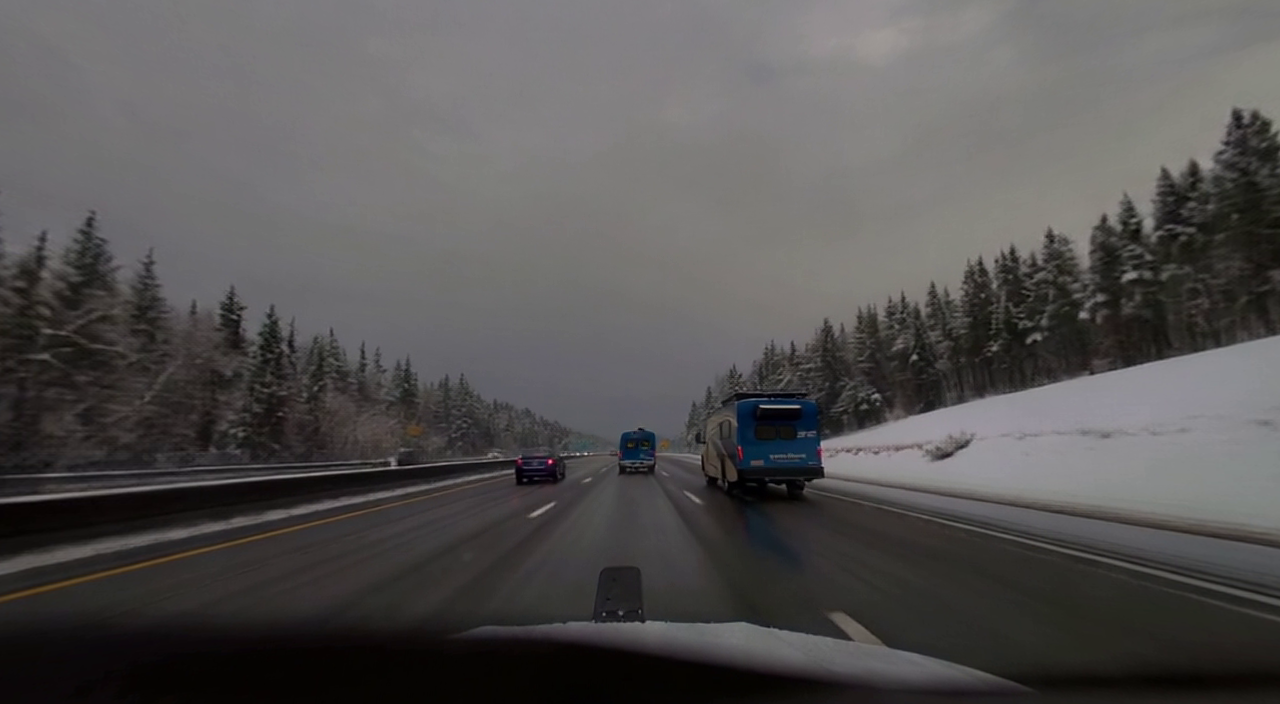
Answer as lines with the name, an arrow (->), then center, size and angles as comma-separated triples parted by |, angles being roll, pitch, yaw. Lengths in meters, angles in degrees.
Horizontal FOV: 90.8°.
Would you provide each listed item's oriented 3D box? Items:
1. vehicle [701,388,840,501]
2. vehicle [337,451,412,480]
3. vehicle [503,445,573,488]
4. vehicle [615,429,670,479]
vehicle -> 3.708, 2.926, 19.932 | 2.607, 2.910, 7.252 | 0, -9, -2
vehicle -> -14.551, 6.249, 34.962 | 1.977, 1.469, 4.853 | 0, -9, 1
vehicle -> -3.884, 4.473, 24.939 | 1.959, 1.502, 4.559 | 0, -9, 1
vehicle -> 0.093, 5.139, 32.019 | 2.524, 2.310, 4.986 | 0, -9, 0
